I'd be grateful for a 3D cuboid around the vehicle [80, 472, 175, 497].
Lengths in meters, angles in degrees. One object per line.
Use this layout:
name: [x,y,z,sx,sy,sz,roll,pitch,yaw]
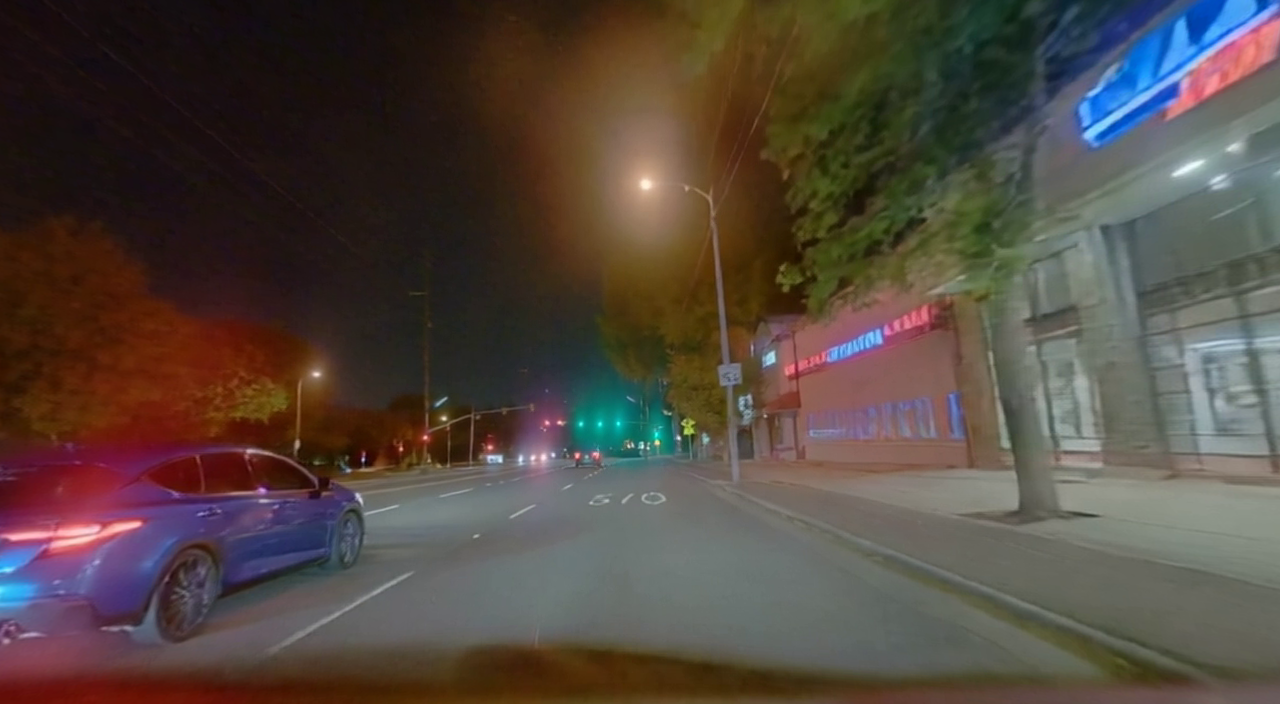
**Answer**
vehicle: [-35.255,9.137,43.533,4.614,1.534,2.229,-1,-8,3]
